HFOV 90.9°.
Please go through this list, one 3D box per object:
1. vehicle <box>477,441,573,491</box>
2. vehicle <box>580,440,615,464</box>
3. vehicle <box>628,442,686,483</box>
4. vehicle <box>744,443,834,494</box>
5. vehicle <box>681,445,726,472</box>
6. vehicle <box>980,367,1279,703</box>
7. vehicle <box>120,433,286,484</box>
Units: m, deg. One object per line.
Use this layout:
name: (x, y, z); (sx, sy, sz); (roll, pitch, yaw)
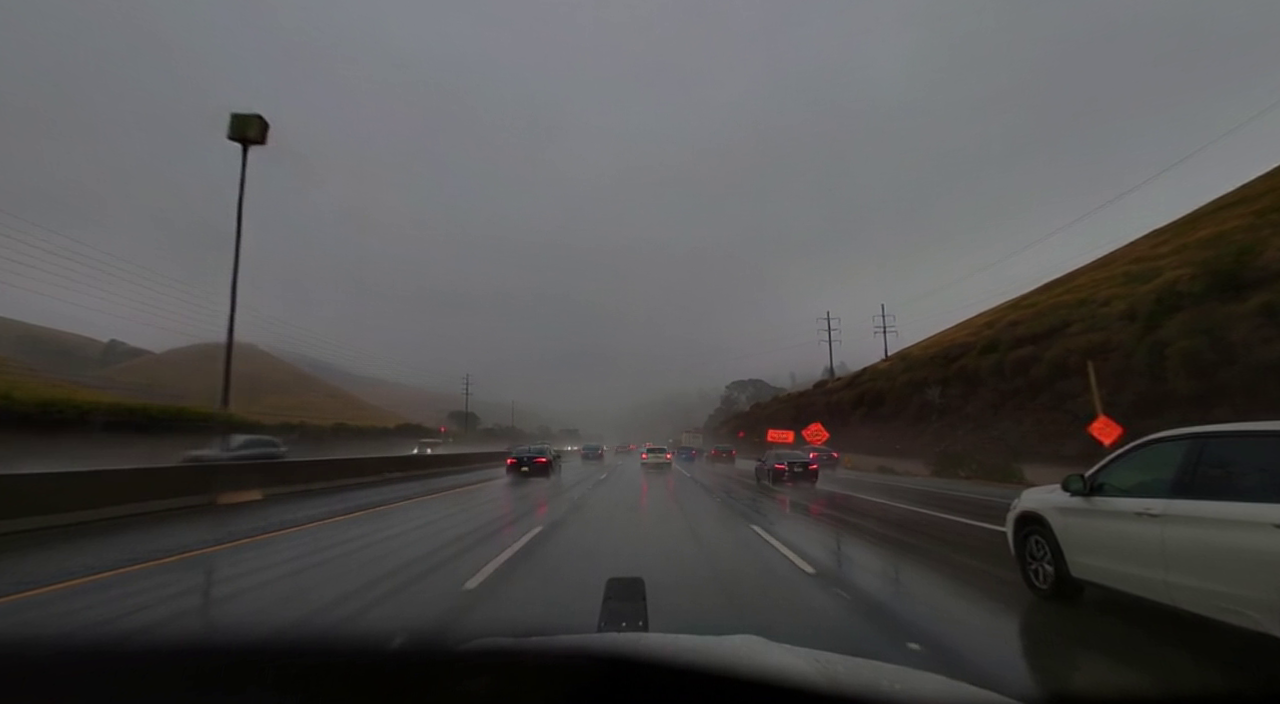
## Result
vehicle: (-3.604, 3.644, 20.610); (2.232, 1.438, 4.163); (-1, -8, 2)
vehicle: (-3.117, 7.486, 47.264); (2.234, 1.675, 4.527); (-1, -8, 2)
vehicle: (0.667, 4.427, 25.571); (2.138, 1.473, 4.392); (0, -8, 1)
vehicle: (4.755, 3.753, 20.766); (1.867, 1.465, 4.093); (0, -8, -2)
vehicle: (3.621, 6.173, 36.787); (2.177, 1.453, 4.205); (0, -8, 0)
vehicle: (3.853, 0.915, 2.873); (2.018, 1.670, 4.658); (0, -8, 1)
vehicle: (-14.193, 3.484, 20.907); (2.252, 1.507, 4.433); (0, -8, 1)
